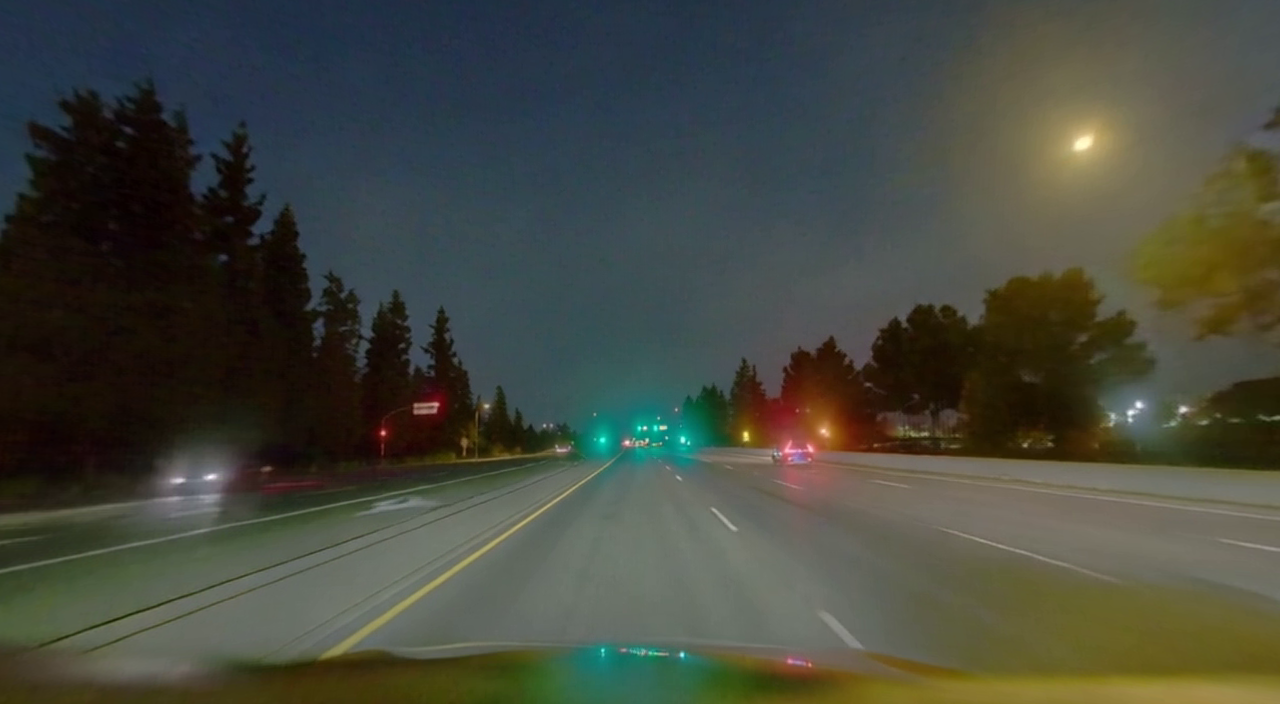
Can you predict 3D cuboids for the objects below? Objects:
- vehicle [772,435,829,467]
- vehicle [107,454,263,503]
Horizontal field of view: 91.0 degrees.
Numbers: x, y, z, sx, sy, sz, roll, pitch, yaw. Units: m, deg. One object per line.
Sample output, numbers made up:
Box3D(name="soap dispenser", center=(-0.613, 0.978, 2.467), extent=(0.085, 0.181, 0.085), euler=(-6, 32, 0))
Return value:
Box3D(name="vehicle", center=(9.652, 6.003, 38.324), extent=(2.170, 1.830, 4.720), euler=(0, -9, -1))
Box3D(name="vehicle", center=(-15.576, 4.321, 21.956), extent=(1.972, 1.473, 4.632), euler=(0, -8, 0))
